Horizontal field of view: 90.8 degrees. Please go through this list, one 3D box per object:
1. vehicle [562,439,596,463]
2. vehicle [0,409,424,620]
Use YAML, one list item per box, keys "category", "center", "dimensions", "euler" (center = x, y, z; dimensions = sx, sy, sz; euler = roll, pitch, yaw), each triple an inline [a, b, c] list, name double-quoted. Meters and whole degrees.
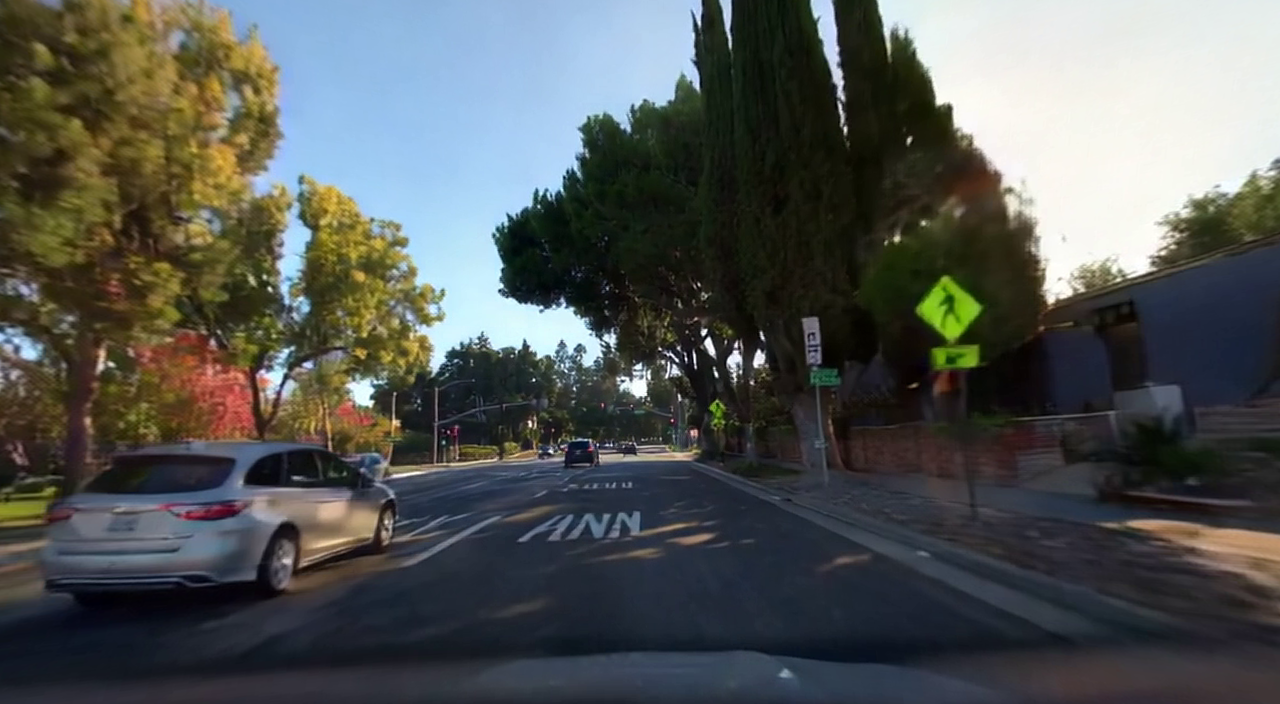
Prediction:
- category: "vehicle"
  center: [-4.593, 7.538, 48.108]
  dimensions: [2.065, 1.714, 4.272]
  euler: [0, -8, 1]
- category: "vehicle"
  center: [-4.509, 1.666, 7.543]
  dimensions: [2.169, 1.706, 4.638]
  euler: [0, -8, 1]
